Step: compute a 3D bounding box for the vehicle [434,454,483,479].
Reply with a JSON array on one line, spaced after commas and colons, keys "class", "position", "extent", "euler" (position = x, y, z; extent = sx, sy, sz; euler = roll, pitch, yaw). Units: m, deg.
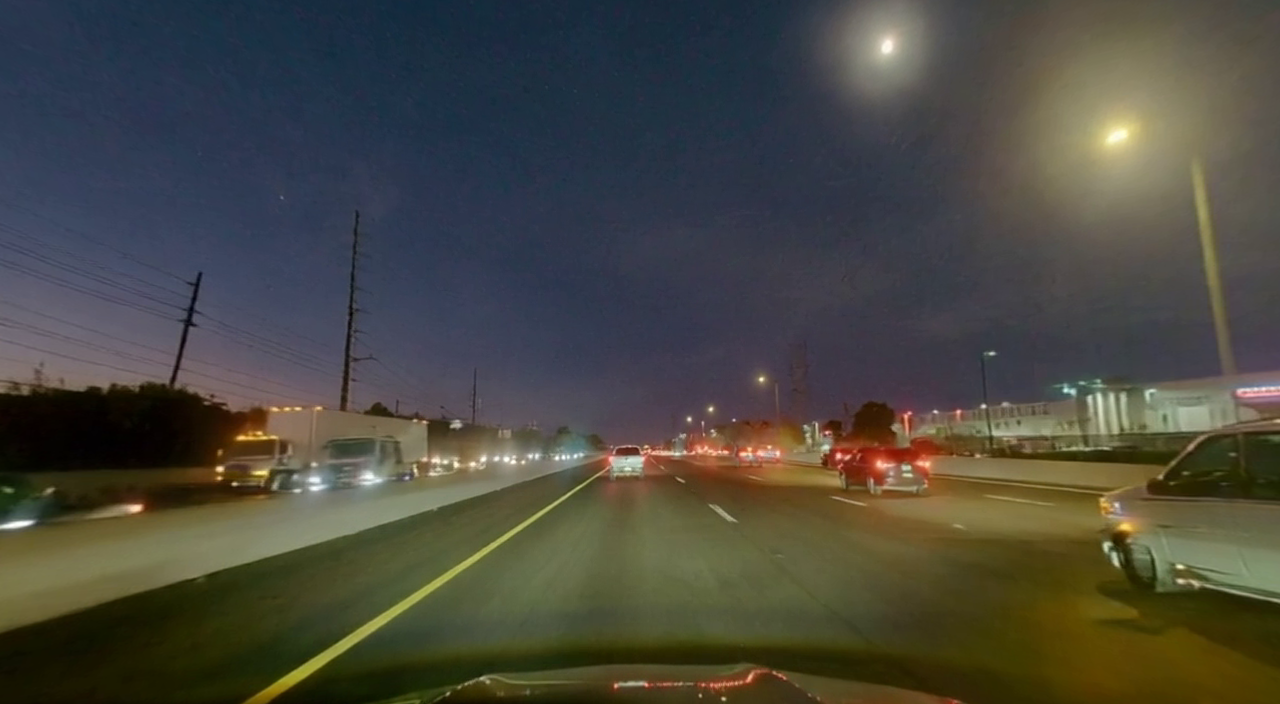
[{"class": "vehicle", "position": [-11.914, 7.519, 41.662], "extent": [1.888, 1.455, 4.410], "euler": [0, -9, 1]}]

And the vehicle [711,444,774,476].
[{"class": "vehicle", "position": [5.043, 5.350, 31.663], "extent": [1.934, 1.461, 4.368], "euler": [1, -9, -7]}]

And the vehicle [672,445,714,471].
[{"class": "vehicle", "position": [3.228, 6.495, 39.025], "extent": [2.115, 1.481, 3.968], "euler": [0, -9, -2]}]

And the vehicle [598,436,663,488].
[{"class": "vehicle", "position": [-0.373, 4.206, 24.520], "extent": [2.298, 1.809, 4.359], "euler": [0, -9, -1]}]

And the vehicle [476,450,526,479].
[{"class": "vehicle", "position": [-8.023, 6.492, 36.735], "extent": [1.931, 1.541, 4.018], "euler": [0, -9, 1]}]

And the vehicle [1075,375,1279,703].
[{"class": "vehicle", "position": [3.343, 0.731, 1.449], "extent": [1.967, 1.547, 3.777], "euler": [0, -9, 0]}]

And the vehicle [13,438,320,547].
[{"class": "vehicle", "position": [-8.309, 2.465, 11.862], "extent": [2.069, 1.613, 4.660], "euler": [0, -9, 1]}]

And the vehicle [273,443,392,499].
[{"class": "vehicle", "position": [-11.509, 4.450, 24.083], "extent": [2.113, 1.873, 4.741], "euler": [0, -9, 0]}]

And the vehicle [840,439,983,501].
[{"class": "vehicle", "position": [7.176, 3.143, 17.248], "extent": [1.958, 1.473, 4.201], "euler": [0, -9, -1]}]
